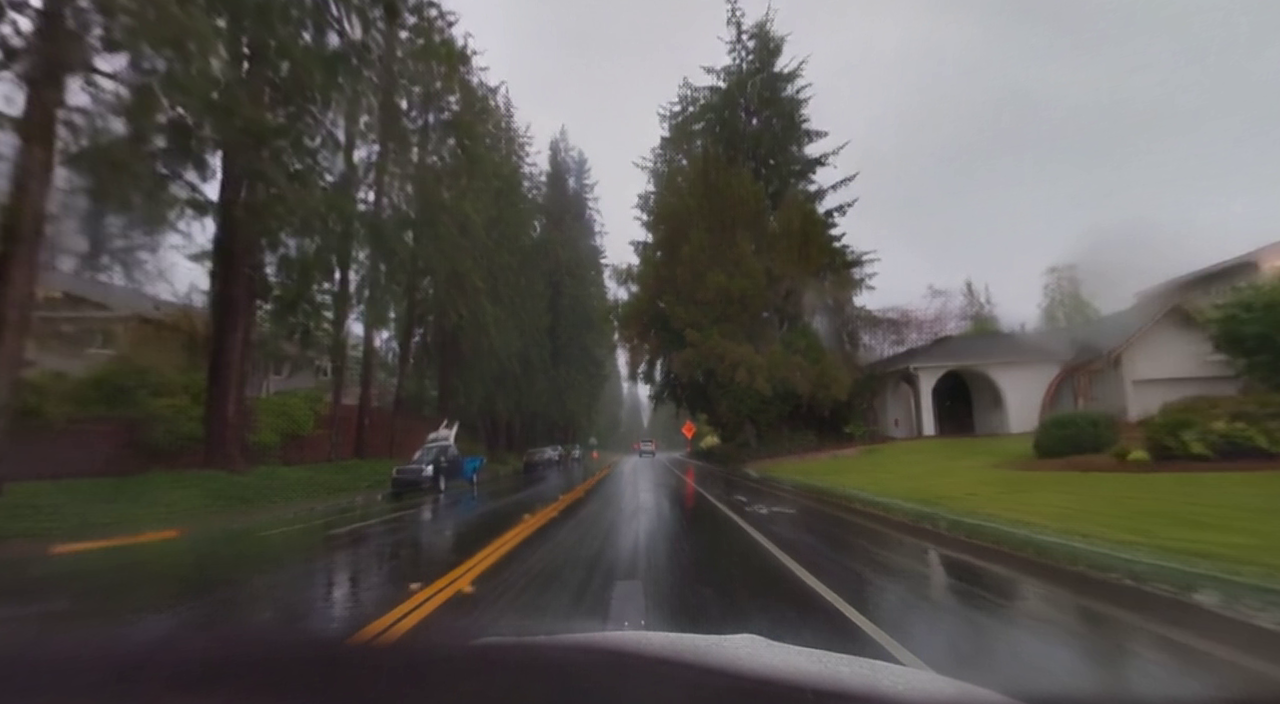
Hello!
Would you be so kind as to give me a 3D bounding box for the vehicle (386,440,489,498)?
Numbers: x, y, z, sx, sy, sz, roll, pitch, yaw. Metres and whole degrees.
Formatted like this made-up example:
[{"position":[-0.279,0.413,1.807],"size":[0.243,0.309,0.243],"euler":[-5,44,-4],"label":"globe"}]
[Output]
[{"position":[-8.227,4.745,26.351],"size":[2.422,1.855,6.165],"euler":[-4,-7,-2],"label":"vehicle"}]
